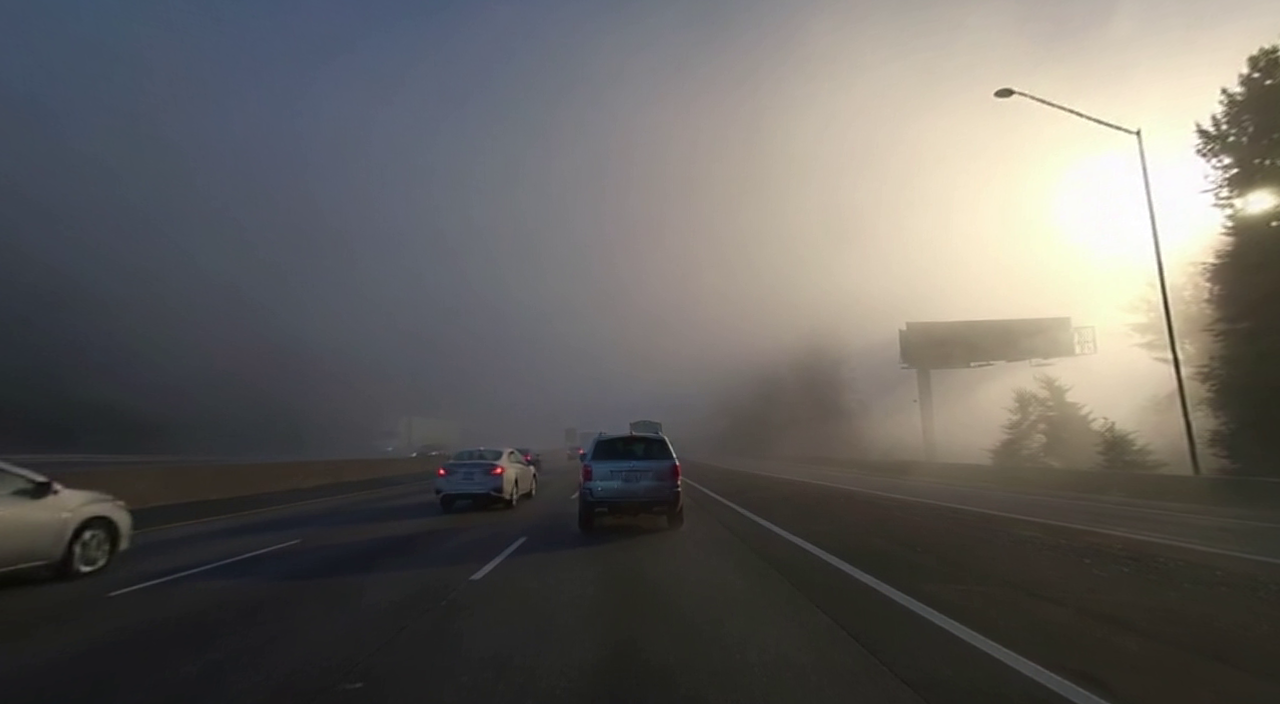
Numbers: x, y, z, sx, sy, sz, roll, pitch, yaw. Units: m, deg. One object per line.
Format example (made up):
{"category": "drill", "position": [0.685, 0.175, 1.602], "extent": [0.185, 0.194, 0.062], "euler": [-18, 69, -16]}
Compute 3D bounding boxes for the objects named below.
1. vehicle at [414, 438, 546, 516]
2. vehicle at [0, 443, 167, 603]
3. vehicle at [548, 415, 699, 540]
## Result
{"category": "vehicle", "position": [-3.515, 2.823, 14.788], "extent": [1.889, 1.522, 4.465], "euler": [0, -9, 1]}
{"category": "vehicle", "position": [-6.879, 1.523, 5.411], "extent": [1.892, 1.468, 4.792], "euler": [0, -9, 0]}
{"category": "vehicle", "position": [-0.263, 2.136, 11.348], "extent": [2.127, 1.749, 4.776], "euler": [0, -9, -1]}
